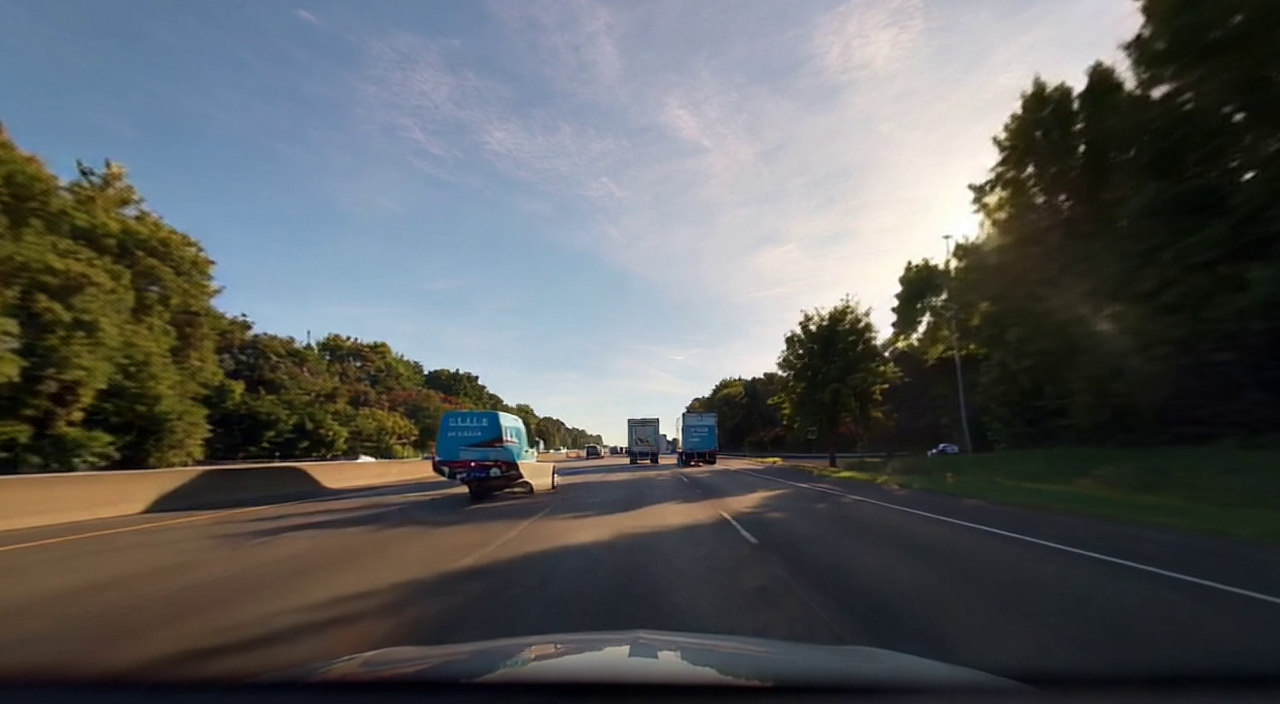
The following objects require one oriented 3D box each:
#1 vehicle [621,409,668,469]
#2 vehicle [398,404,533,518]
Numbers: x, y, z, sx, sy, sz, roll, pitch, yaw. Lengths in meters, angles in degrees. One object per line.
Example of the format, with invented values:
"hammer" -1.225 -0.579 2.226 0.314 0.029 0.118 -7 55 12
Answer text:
"vehicle" 0.259 6.802 48.717 3.201 4.019 10.918 0 -9 0
"vehicle" -3.757 2.425 14.299 2.033 2.234 3.490 0 -9 0
